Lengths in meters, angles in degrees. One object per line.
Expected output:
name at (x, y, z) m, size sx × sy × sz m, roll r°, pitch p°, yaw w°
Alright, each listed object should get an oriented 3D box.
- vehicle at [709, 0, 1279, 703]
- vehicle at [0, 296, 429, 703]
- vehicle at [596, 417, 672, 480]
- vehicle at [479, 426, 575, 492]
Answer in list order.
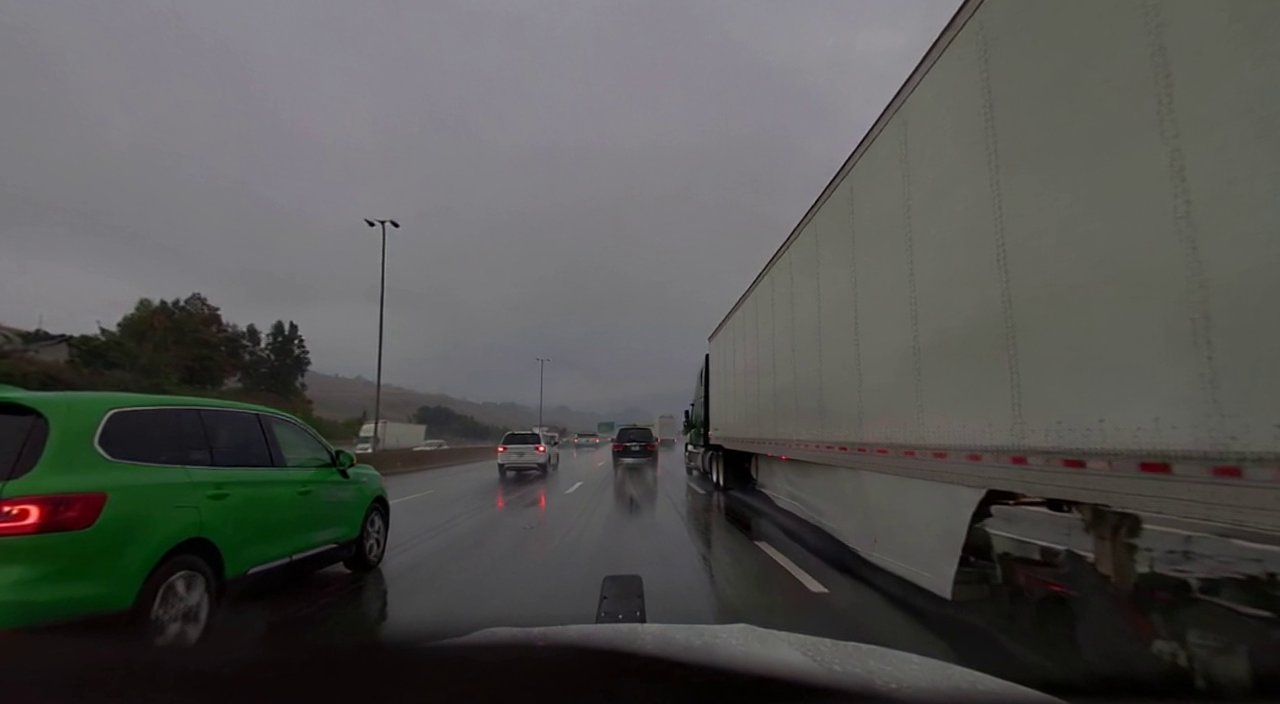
vehicle at (3.481, 0.644, 9.647) m, size 2.852 × 4.121 × 16.210 m, roll 0°, pitch -8°, yaw -1°
vehicle at (-3.298, 0.999, 4.024) m, size 2.193 × 1.803 × 4.958 m, roll 0°, pitch -8°, yaw 0°
vehicle at (-0.226, 3.887, 25.477) m, size 2.704 × 2.216 × 5.804 m, roll 0°, pitch -8°, yaw 0°
vehicle at (-3.373, 3.309, 19.832) m, size 2.120 × 1.812 × 4.659 m, roll 0°, pitch -8°, yaw 0°
